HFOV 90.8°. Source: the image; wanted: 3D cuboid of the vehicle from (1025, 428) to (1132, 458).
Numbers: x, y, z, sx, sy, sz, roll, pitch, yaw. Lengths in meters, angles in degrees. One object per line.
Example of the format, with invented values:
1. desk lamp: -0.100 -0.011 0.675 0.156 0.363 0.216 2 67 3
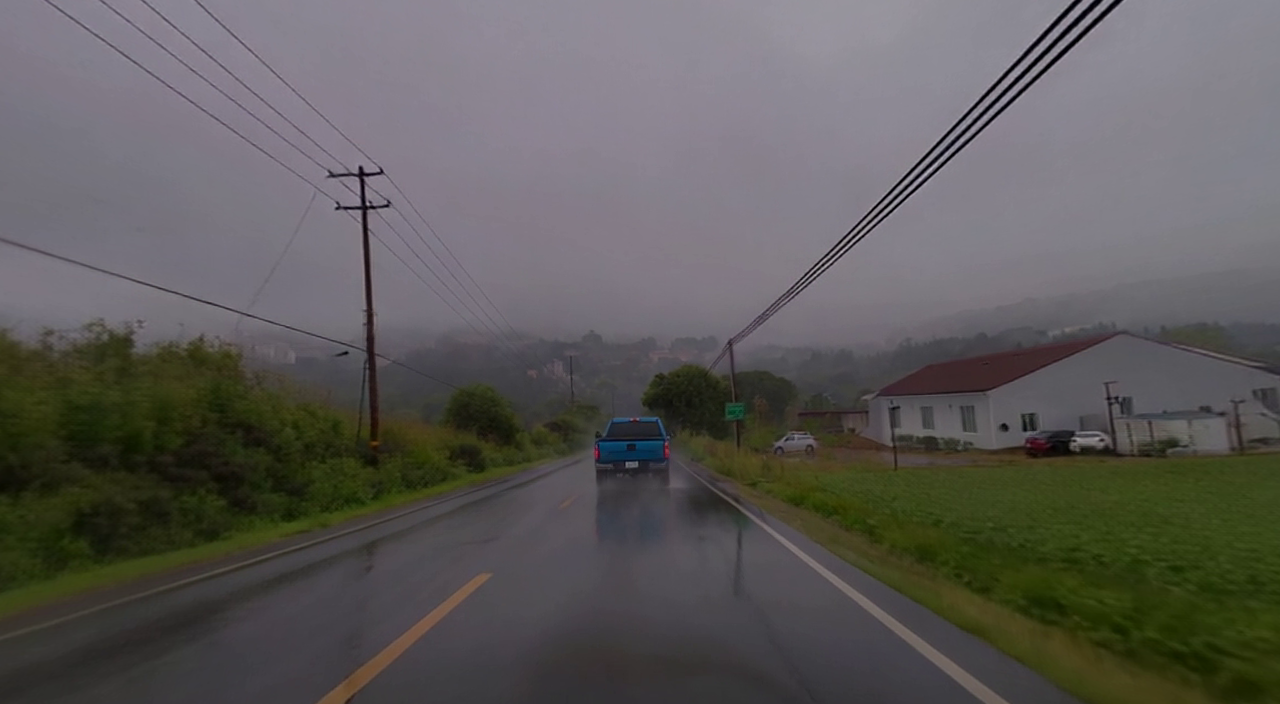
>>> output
1. vehicle: 31.394 6.555 45.587 2.323 2.002 6.310 2 -8 -13

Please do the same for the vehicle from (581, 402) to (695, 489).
1. vehicle: -0.107 3.034 20.629 3.021 2.326 7.410 0 -8 -1

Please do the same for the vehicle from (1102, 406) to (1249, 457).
1. vehicle: 33.636 5.068 39.986 2.581 2.932 6.340 4 -9 -27
